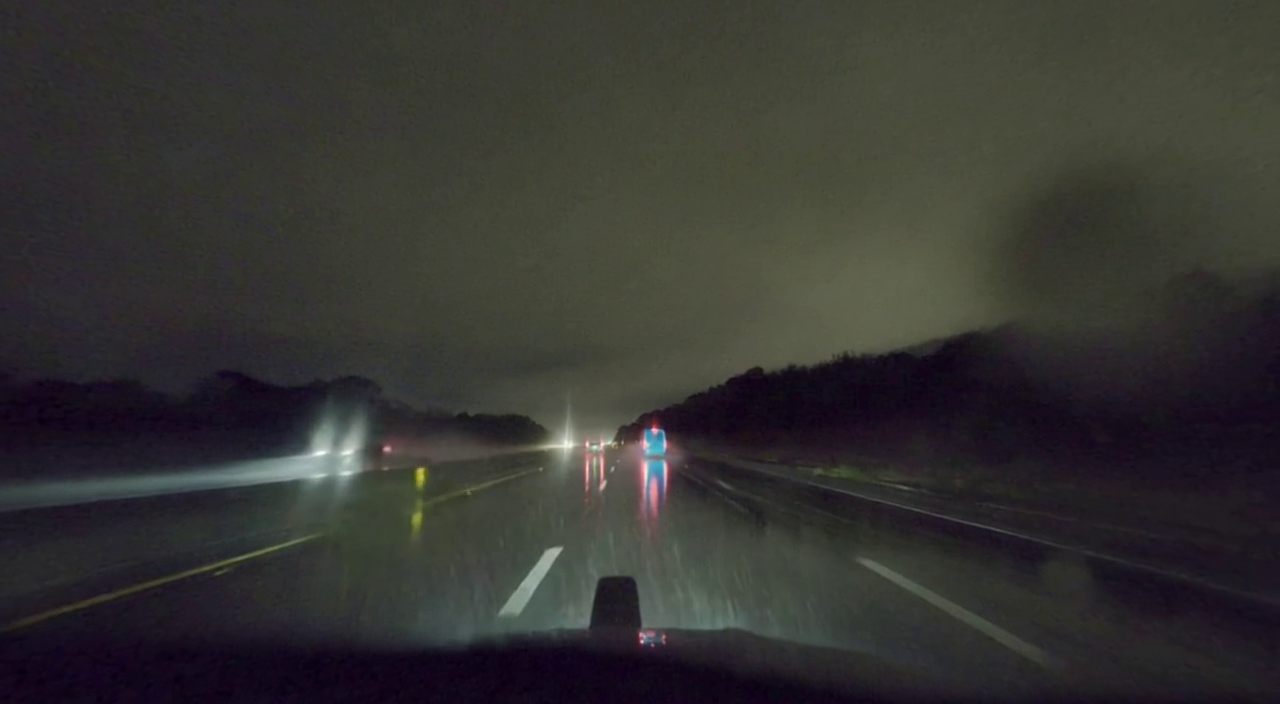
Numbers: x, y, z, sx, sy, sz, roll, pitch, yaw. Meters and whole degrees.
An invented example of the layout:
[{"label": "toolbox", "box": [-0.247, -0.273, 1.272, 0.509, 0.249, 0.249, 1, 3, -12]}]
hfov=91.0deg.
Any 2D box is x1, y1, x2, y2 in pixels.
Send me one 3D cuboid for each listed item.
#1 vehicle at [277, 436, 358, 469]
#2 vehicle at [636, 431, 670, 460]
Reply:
[{"label": "vehicle", "box": [-16.642, 5.172, 32.734, 1.956, 1.581, 4.350, 0, -8, 0]}, {"label": "vehicle", "box": [0.909, 6.992, 47.282, 2.269, 2.048, 4.679, 0, -8, -2]}]
